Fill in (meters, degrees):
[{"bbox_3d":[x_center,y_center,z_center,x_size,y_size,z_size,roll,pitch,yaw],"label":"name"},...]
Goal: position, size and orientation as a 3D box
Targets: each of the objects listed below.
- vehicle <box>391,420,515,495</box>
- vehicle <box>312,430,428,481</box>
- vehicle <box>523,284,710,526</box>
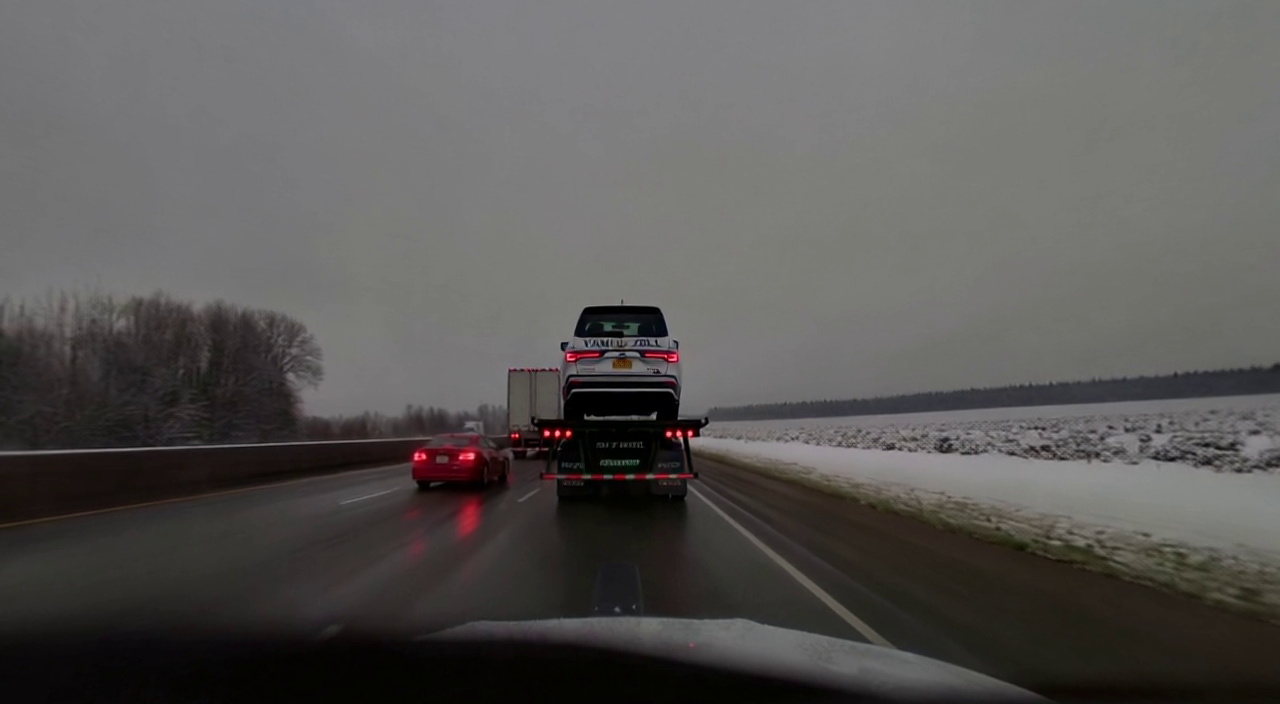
[{"bbox_3d":[-4.655,2.660,16.415,1.914,1.675,4.331,0,-7,-1],"label":"vehicle"},{"bbox_3d":[-8.938,3.420,21.377,1.897,1.524,4.790,0,-7,-1],"label":"vehicle"},{"bbox_3d":[-0.463,1.349,14.050,2.738,3.628,9.223,0,-7,-1],"label":"vehicle"}]
